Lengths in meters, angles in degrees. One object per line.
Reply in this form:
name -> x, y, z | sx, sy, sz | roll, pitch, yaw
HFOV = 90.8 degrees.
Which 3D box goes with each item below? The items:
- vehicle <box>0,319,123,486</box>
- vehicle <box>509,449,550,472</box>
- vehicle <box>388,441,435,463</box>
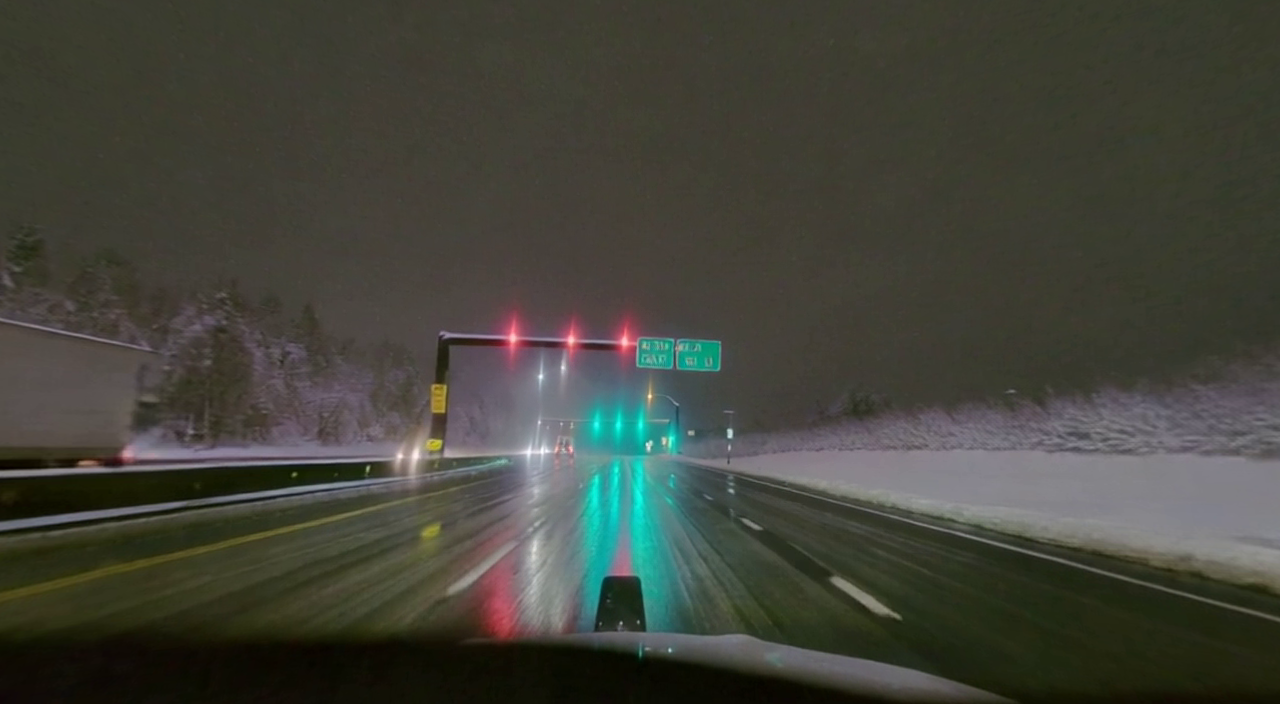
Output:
vehicle -> -16.033, 1.001, 13.365 | 2.871, 3.750, 8.499 | 0, -9, -1
vehicle -> -7.188, 7.085, 41.437 | 2.012, 1.456, 4.309 | 0, -9, -1
vehicle -> -17.021, 7.448, 47.193 | 1.934, 1.523, 4.545 | 0, -8, -1
